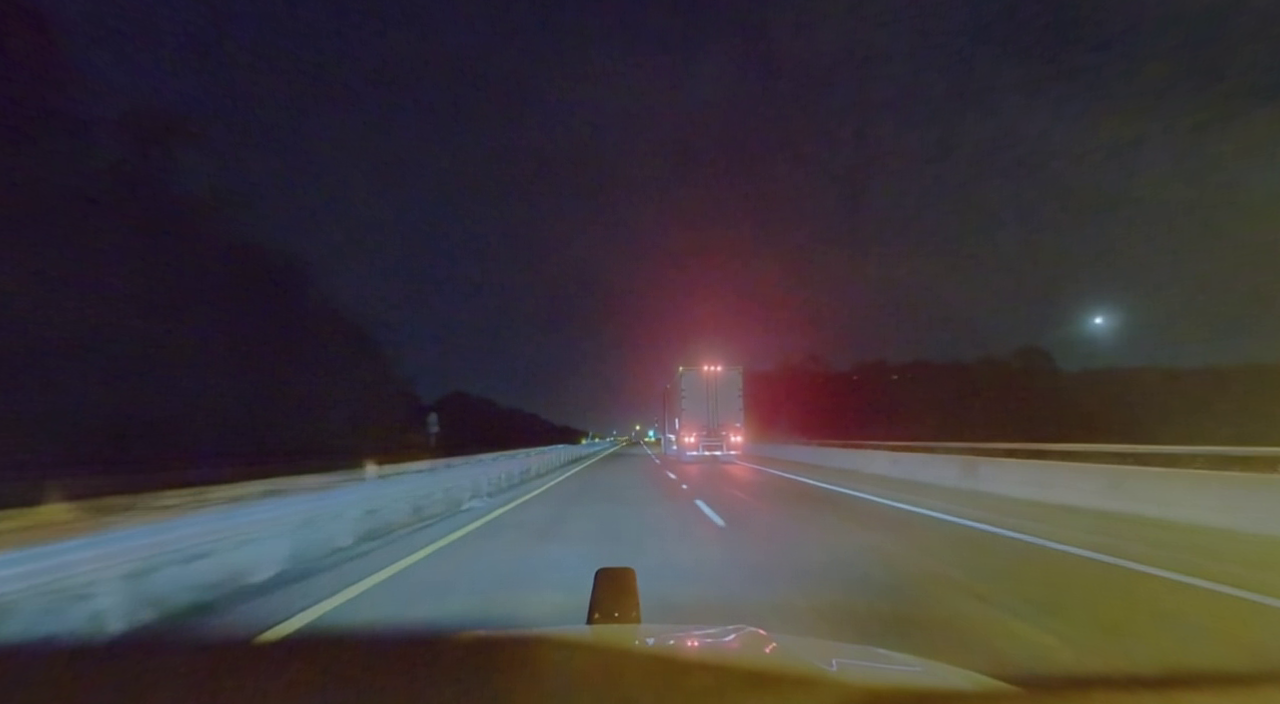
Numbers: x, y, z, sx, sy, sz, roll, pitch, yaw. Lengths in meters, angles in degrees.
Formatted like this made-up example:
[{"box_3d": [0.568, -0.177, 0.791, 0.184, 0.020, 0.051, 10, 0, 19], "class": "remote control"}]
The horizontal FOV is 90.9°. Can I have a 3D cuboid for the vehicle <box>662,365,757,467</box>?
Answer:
[{"box_3d": [2.979, 3.434, 31.835, 2.924, 4.024, 13.639, 0, -8, -1], "class": "vehicle"}]
